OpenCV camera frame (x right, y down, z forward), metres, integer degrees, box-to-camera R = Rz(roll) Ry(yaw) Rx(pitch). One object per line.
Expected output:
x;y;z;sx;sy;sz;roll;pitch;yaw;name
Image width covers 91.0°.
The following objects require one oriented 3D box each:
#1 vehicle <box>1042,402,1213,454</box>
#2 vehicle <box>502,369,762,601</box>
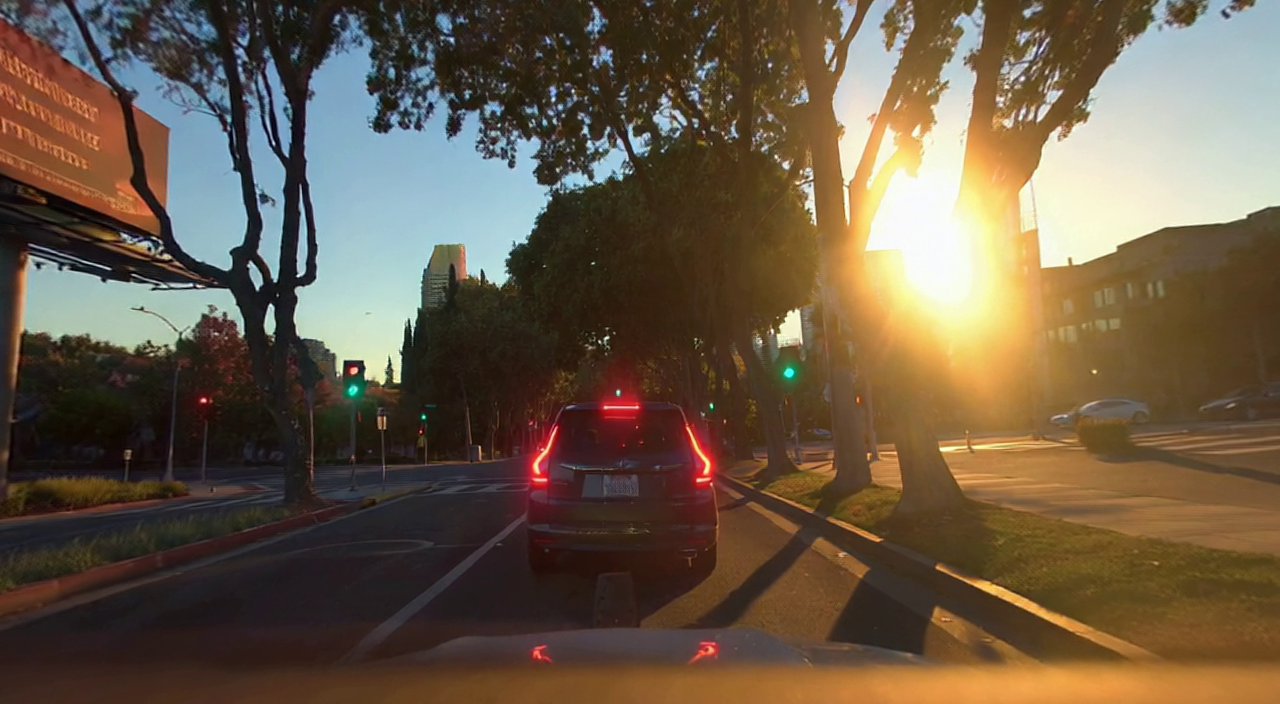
15.270;2.446;19.940;3.750;1.502;1.781;-2;-8;13;vehicle
-0.063;1.374;7.212;2.142;1.904;3.816;-1;-8;0;vehicle
